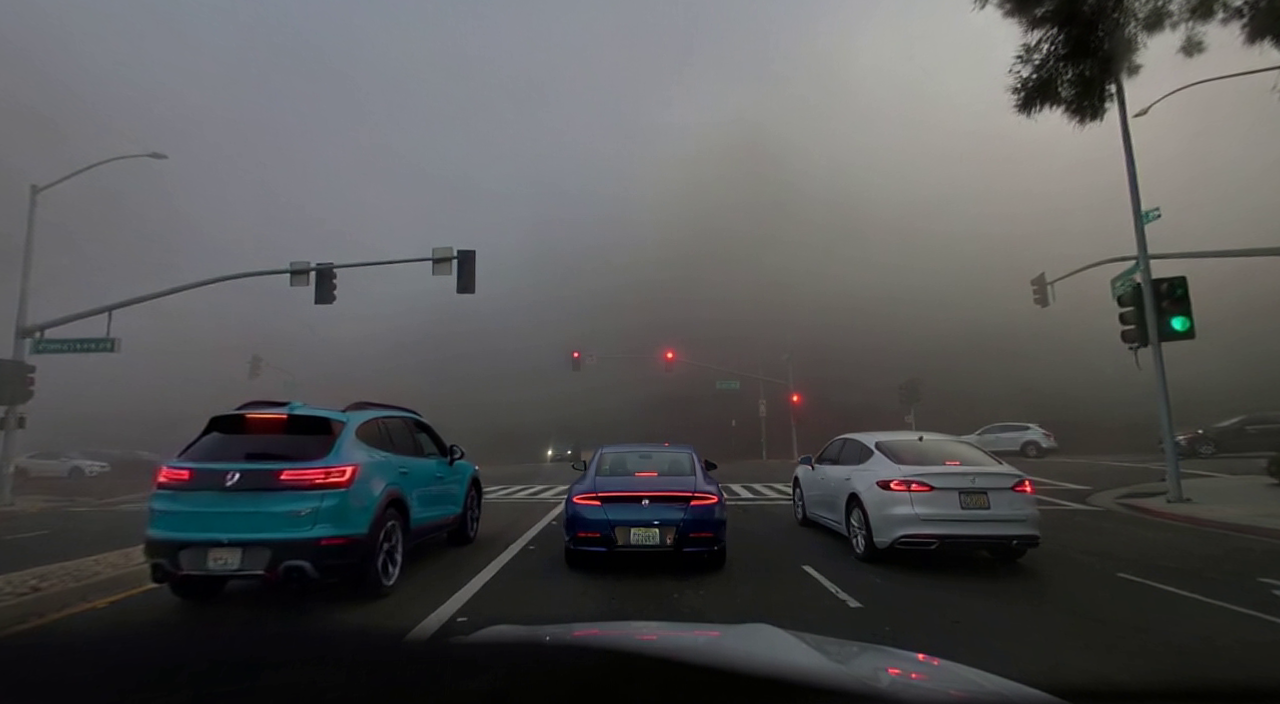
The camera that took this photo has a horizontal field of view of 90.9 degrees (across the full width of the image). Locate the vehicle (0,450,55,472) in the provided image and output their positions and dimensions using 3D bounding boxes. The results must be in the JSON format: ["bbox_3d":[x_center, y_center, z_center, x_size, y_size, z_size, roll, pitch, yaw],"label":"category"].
[{"bbox_3d":[-46.170,7.955,46.161,4.545,1.558,1.833,0,-8,-4],"label":"vehicle"}]

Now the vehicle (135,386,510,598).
[{"bbox_3d":[-3.200,1.544,7.831,2.061,1.781,4.842,0,-8,1],"label":"vehicle"}]

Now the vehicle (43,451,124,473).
[{"bbox_3d":[-41.284,8.156,46.792,4.195,1.533,1.752,0,-8,-3],"label":"vehicle"}]

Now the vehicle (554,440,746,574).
[{"bbox_3d":[0.117,1.870,8.387,1.945,1.343,3.827,0,-8,0],"label":"vehicle"}]

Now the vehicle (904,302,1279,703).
[{"bbox_3d":[3.107,0.805,2.519,2.143,1.759,4.531,0,-8,0],"label":"vehicle"}]
